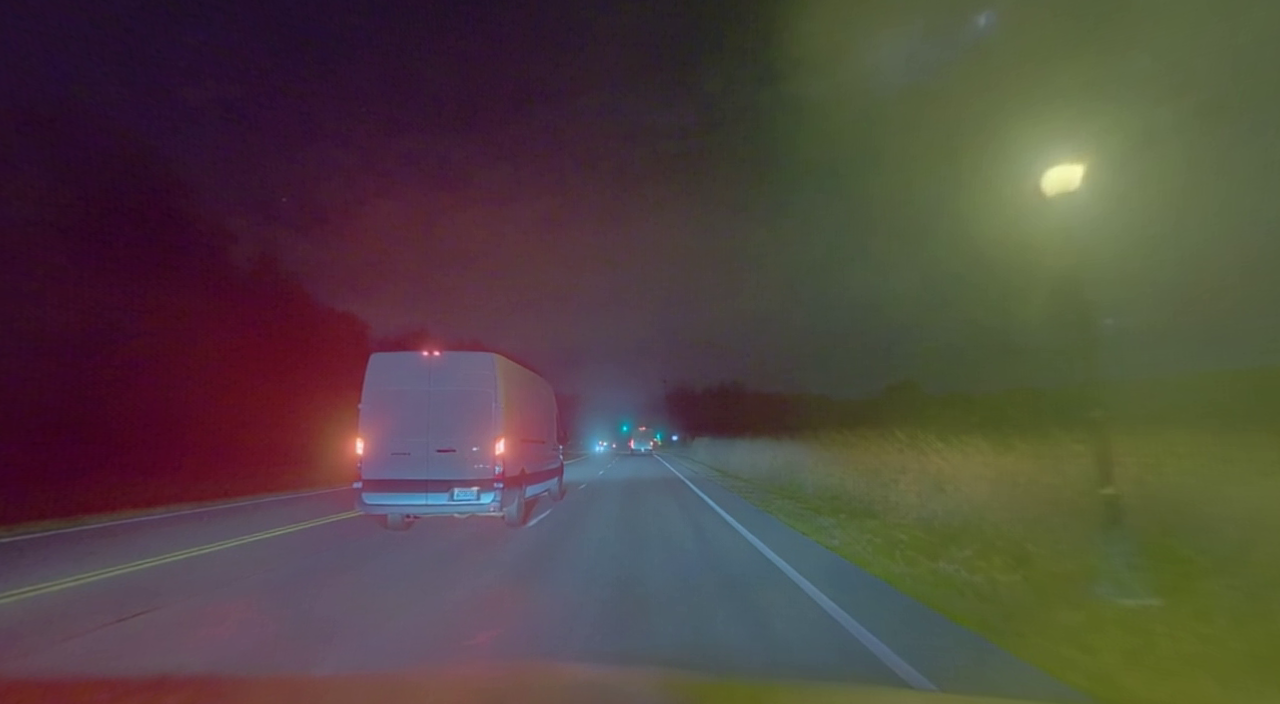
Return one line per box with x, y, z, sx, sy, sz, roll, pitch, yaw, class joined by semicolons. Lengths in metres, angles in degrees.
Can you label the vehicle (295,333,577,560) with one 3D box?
-2.661;1.502;10.365;2.497;2.628;6.016;0;-8;1;vehicle
